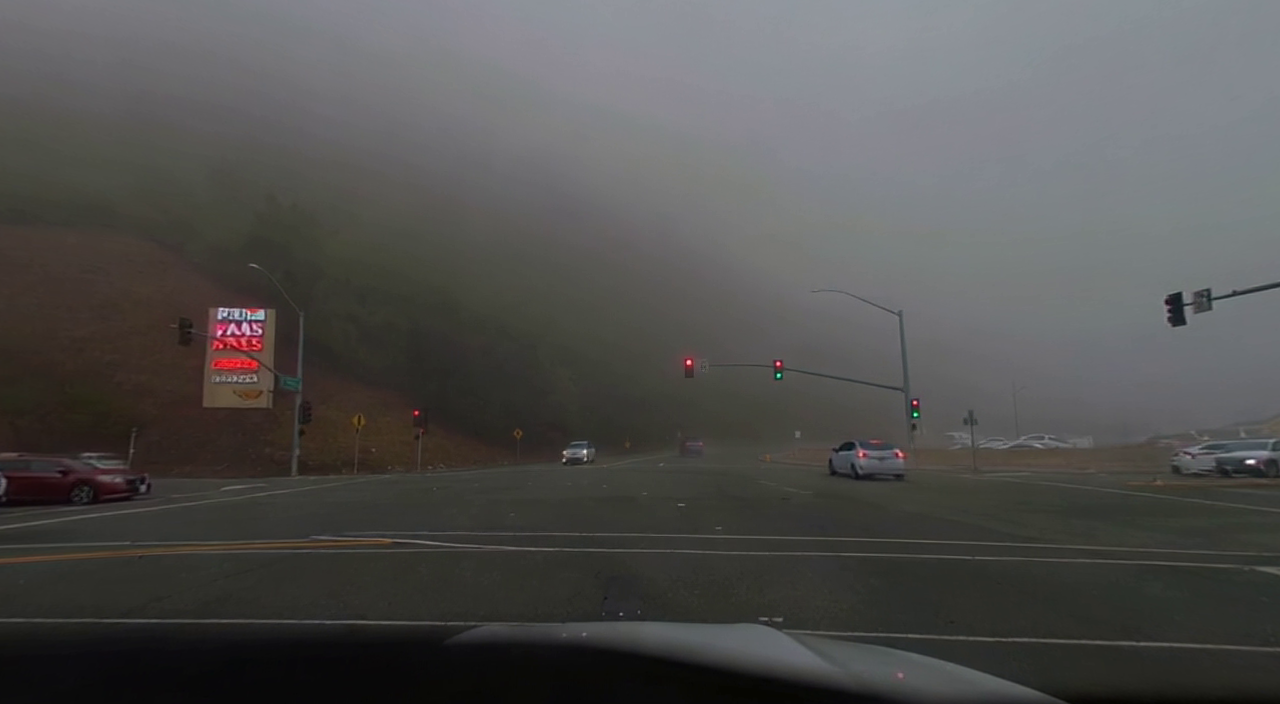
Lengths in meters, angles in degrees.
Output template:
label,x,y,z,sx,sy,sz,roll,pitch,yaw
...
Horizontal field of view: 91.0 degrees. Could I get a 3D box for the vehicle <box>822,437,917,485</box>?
label,x,y,z,sx,sy,sz,roll,pitch,yaw
vehicle,9.659,4.616,26.944,2.273,1.839,4.218,0,-9,-3

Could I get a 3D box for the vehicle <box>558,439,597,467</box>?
label,x,y,z,sx,sy,sz,roll,pitch,yaw
vehicle,-4.502,7.372,46.003,2.238,1.883,4.503,0,-9,2

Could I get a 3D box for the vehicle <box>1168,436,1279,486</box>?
label,x,y,z,sx,sy,sz,roll,pitch,yaw
vehicle,25.035,4.467,26.059,4.546,1.944,2.051,1,-9,-5

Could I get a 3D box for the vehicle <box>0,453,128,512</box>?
label,x,y,z,sx,sy,sz,roll,pitch,yaw
vehicle,-19.798,4.190,20.470,4.440,1.748,2.033,0,-9,1
